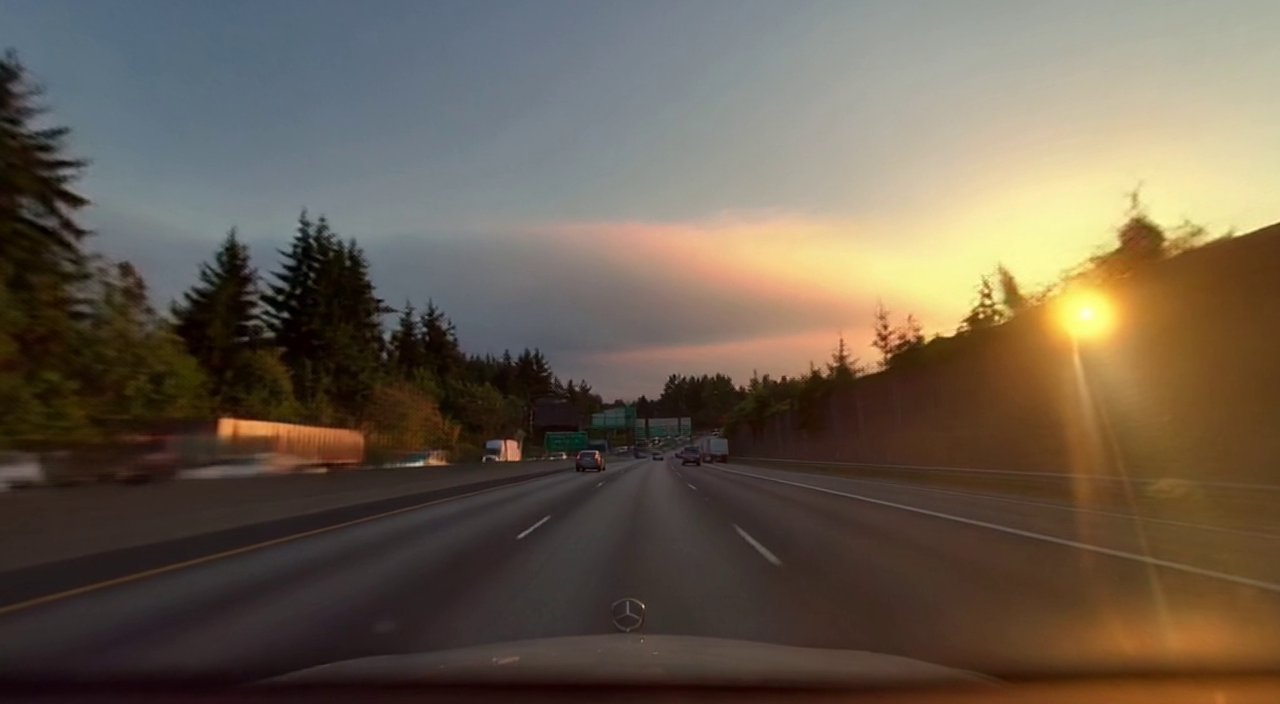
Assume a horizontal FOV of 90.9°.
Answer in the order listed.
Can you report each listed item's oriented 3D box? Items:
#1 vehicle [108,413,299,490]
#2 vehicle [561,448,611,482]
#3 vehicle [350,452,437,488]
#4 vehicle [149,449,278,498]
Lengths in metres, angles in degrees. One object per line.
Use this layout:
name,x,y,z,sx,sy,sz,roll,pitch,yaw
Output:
vehicle,-21.304,5.002,31.777,2.966,3.287,8.905,-1,-9,2
vehicle,-2.552,5.452,30.734,2.035,1.513,4.272,0,-9,1
vehicle,-10.713,5.125,27.736,1.910,1.434,4.421,-1,-9,2
vehicle,-14.187,4.023,21.223,1.728,1.475,3.566,-1,-9,2
